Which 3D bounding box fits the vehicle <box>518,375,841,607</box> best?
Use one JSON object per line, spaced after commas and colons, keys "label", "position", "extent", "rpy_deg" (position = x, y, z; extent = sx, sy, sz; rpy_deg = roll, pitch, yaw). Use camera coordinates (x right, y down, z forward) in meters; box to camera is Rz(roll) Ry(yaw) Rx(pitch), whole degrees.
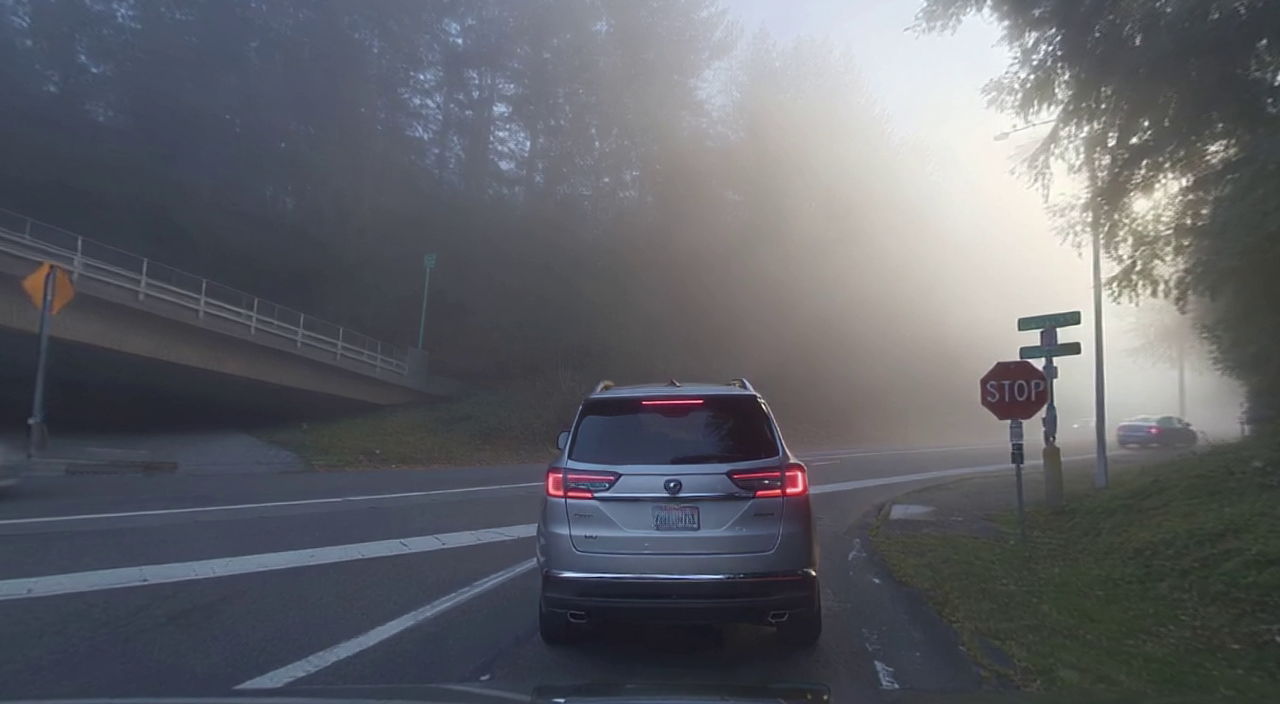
{"label": "vehicle", "position": [0.311, 1.403, 7.151], "extent": [2.494, 1.804, 4.336], "rpy_deg": [0, -9, 0]}

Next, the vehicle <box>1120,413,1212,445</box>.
{"label": "vehicle", "position": [29.637, 4.373, 35.507], "extent": [5.060, 1.648, 2.038], "rpy_deg": [4, -10, -27]}
